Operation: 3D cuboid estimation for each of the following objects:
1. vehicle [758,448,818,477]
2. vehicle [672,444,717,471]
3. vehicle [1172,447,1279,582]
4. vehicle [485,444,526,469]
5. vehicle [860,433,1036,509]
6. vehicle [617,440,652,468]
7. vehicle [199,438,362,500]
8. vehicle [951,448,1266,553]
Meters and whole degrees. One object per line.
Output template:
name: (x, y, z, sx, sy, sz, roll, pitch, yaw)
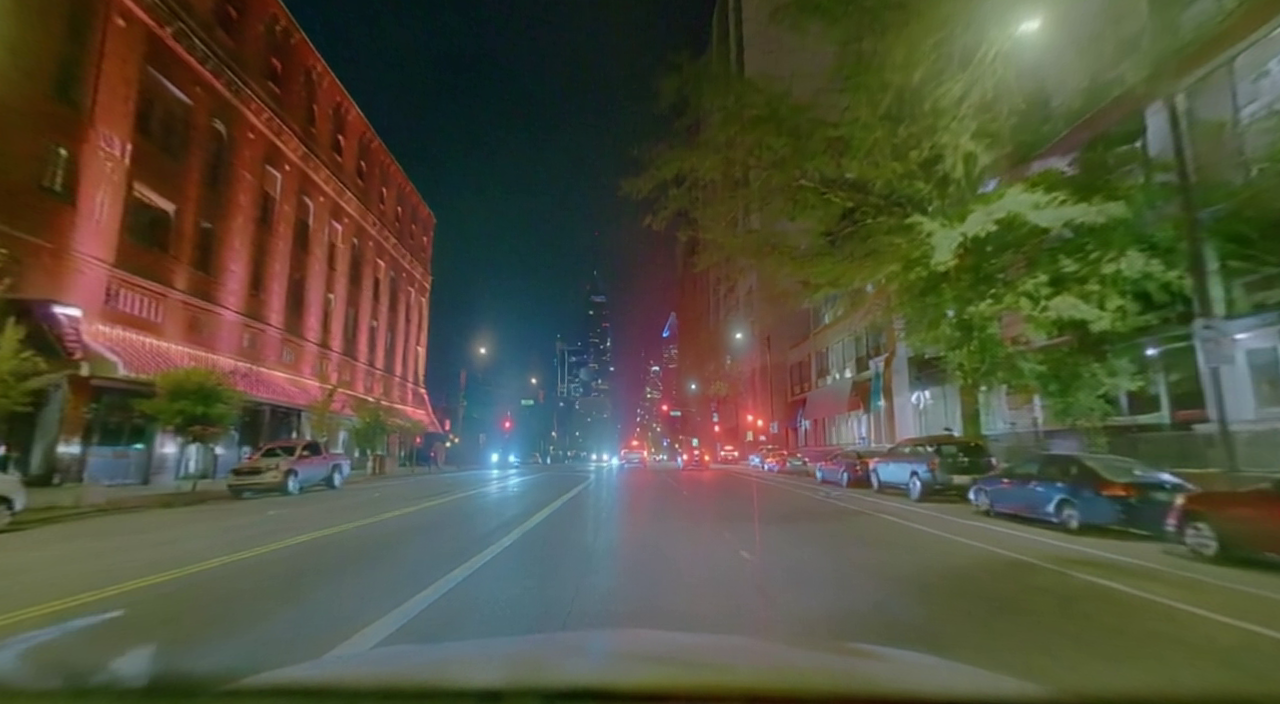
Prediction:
vehicle: (8.101, 6.067, 35.026, 2.054, 1.455, 4.786, 0, -8, -2)
vehicle: (3.211, 6.344, 38.288, 2.238, 1.499, 4.964, 0, -8, 0)
vehicle: (8.064, 1.614, 5.814, 2.030, 1.444, 4.832, 0, -8, -1)
vehicle: (-10.151, 7.920, 48.058, 2.212, 1.784, 4.626, 0, -8, -2)
vehicle: (8.144, 3.198, 17.408, 2.310, 1.753, 4.814, 0, -9, -1)
vehicle: (-0.409, 7.239, 45.117, 2.329, 1.842, 4.537, 0, -8, -1)
vehicle: (-14.462, 4.710, 26.111, 2.822, 2.230, 6.145, 0, -9, 3)
vehicle: (8.052, 2.535, 11.686, 2.075, 1.467, 4.800, 0, -8, -1)
